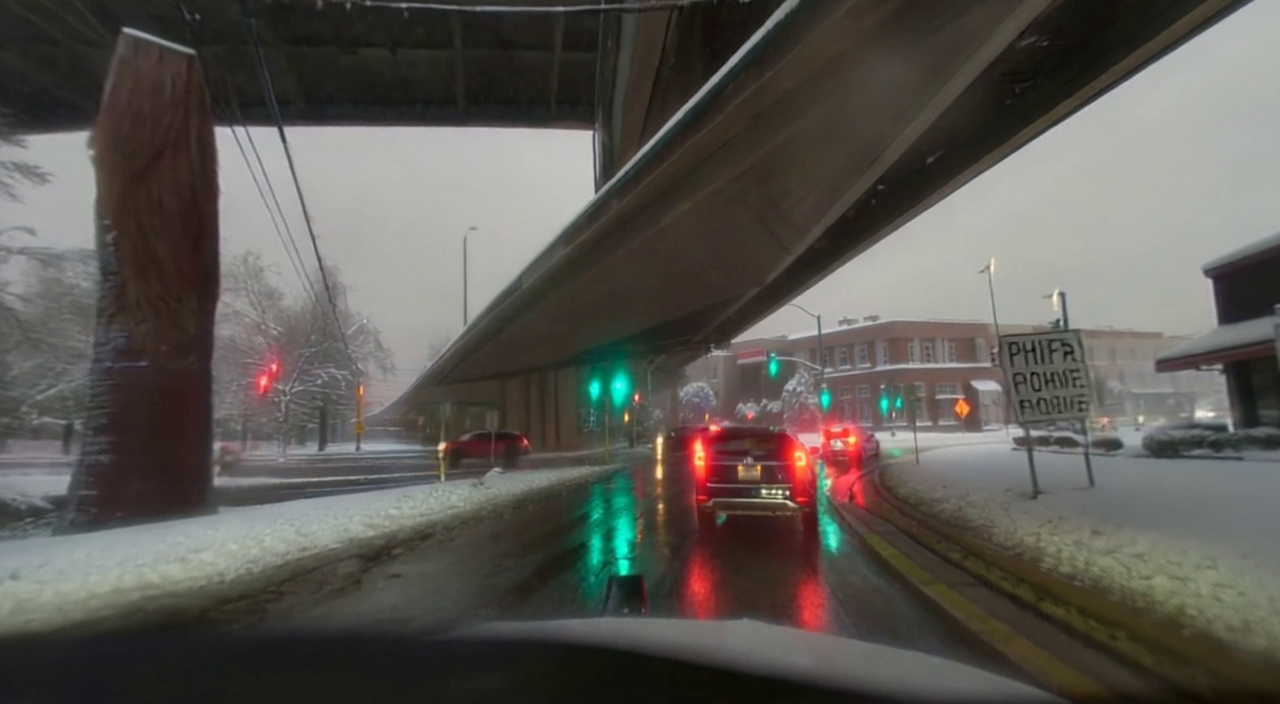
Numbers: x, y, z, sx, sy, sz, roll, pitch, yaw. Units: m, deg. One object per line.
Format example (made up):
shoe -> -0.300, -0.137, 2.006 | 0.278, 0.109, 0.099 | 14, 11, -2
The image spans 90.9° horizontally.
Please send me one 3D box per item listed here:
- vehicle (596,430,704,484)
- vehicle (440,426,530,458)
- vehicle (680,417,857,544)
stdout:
vehicle -> 0.474, 3.327, 20.288 | 2.214, 1.519, 4.704 | -3, -9, 17
vehicle -> -9.285, 5.423, 37.955 | 4.827, 1.885, 2.008 | -1, -8, 3
vehicle -> 2.063, 1.953, 10.286 | 2.195, 1.571, 4.353 | -2, -8, 12
